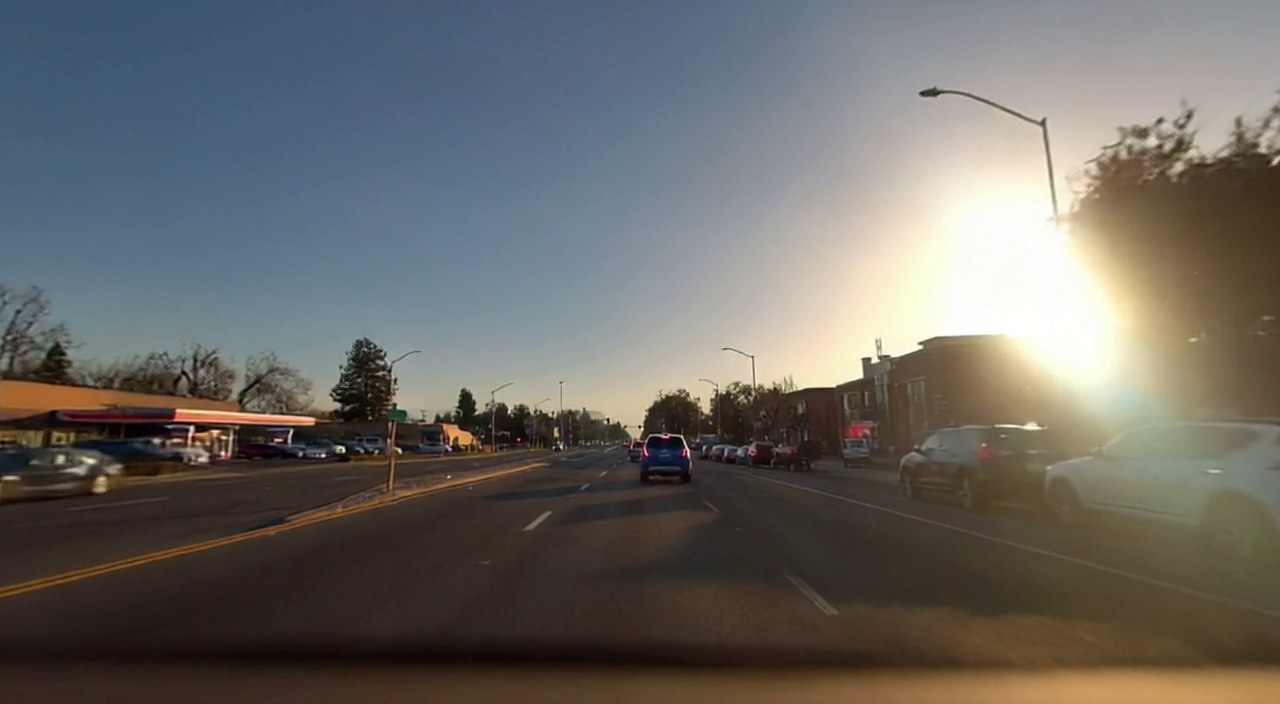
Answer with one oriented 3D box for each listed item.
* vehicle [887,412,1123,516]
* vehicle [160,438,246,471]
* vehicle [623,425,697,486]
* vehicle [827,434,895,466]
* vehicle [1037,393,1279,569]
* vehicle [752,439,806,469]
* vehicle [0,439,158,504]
[{"bbox_3d":[7.298,2.310,13.333,2.032,1.776,4.782,1,-9,-1],"label":"vehicle"},{"bbox_3d":[-25.818,6.033,37.301,2.044,1.695,4.619,-1,-7,-5],"label":"vehicle"},{"bbox_3d":[0.690,3.604,22.186,2.317,1.857,5.150,0,-8,2],"label":"vehicle"},{"bbox_3d":[12.832,5.727,36.822,2.019,1.711,4.862,1,-9,-3],"label":"vehicle"},{"bbox_3d":[7.387,1.510,7.660,1.970,1.744,4.662,1,-9,-1],"label":"vehicle"},{"bbox_3d":[7.492,5.527,34.216,1.818,1.459,4.806,1,-8,0],"label":"vehicle"},{"bbox_3d":[-17.669,3.560,19.263,1.995,1.740,4.673,0,-8,0],"label":"vehicle"}]
